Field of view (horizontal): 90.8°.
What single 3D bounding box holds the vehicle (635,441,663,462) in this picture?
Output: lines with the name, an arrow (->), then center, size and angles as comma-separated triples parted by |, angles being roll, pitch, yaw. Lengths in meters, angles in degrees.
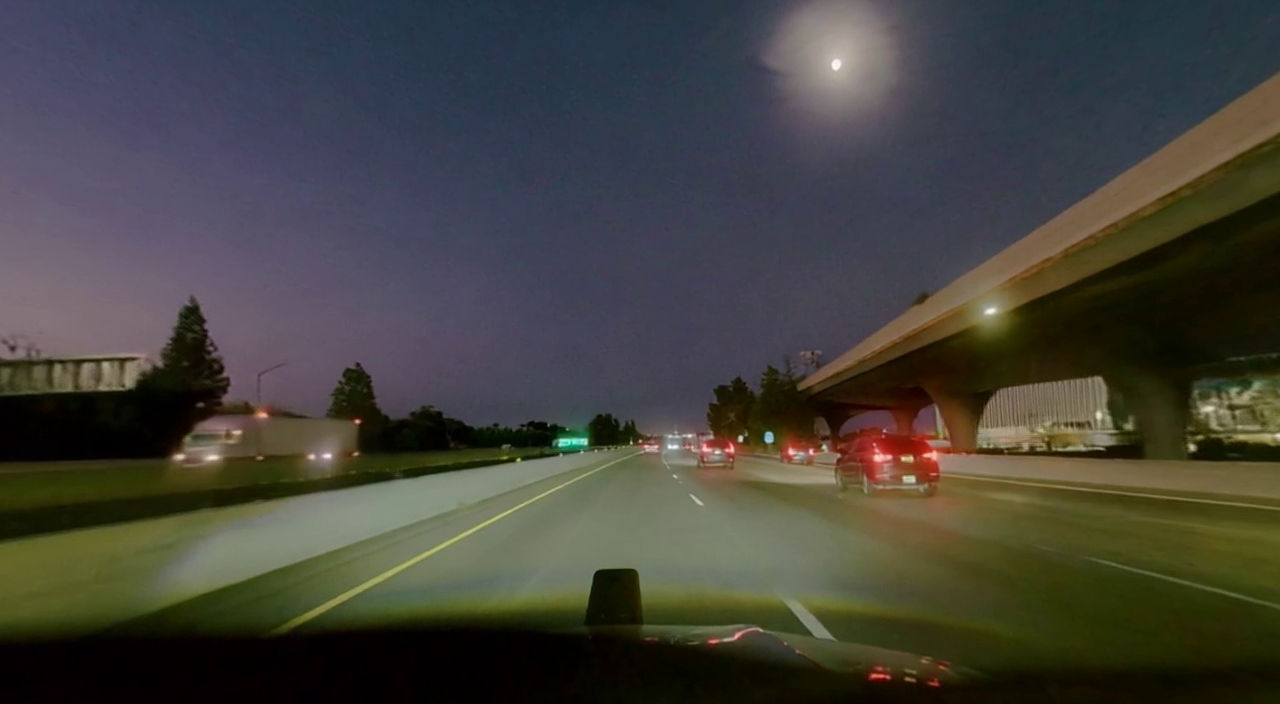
vehicle -> 0.706, 7.574, 48.080 | 2.046, 1.475, 3.784 | 0, -9, 1

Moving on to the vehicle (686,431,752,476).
vehicle -> 3.346, 4.436, 27.801 | 2.226, 1.779, 4.835 | 0, -9, -1

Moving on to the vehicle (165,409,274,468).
vehicle -> -30.250, 6.289, 45.857 | 3.000, 3.923, 6.648 | -1, -9, 2
